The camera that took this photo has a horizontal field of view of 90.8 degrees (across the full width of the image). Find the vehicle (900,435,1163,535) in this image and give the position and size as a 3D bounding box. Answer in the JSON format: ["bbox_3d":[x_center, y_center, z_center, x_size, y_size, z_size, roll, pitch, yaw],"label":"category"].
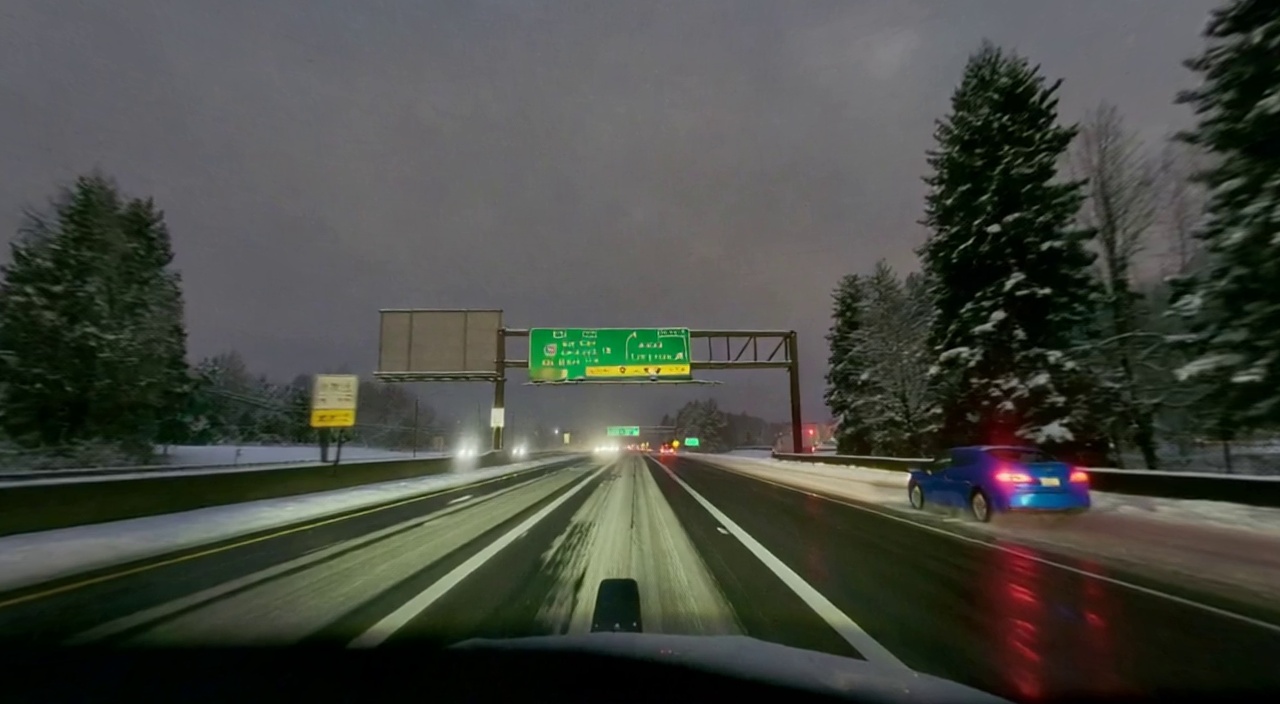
[{"bbox_3d":[6.896,2.328,11.884,1.958,1.498,4.447,1,-8,-3],"label":"vehicle"}]
